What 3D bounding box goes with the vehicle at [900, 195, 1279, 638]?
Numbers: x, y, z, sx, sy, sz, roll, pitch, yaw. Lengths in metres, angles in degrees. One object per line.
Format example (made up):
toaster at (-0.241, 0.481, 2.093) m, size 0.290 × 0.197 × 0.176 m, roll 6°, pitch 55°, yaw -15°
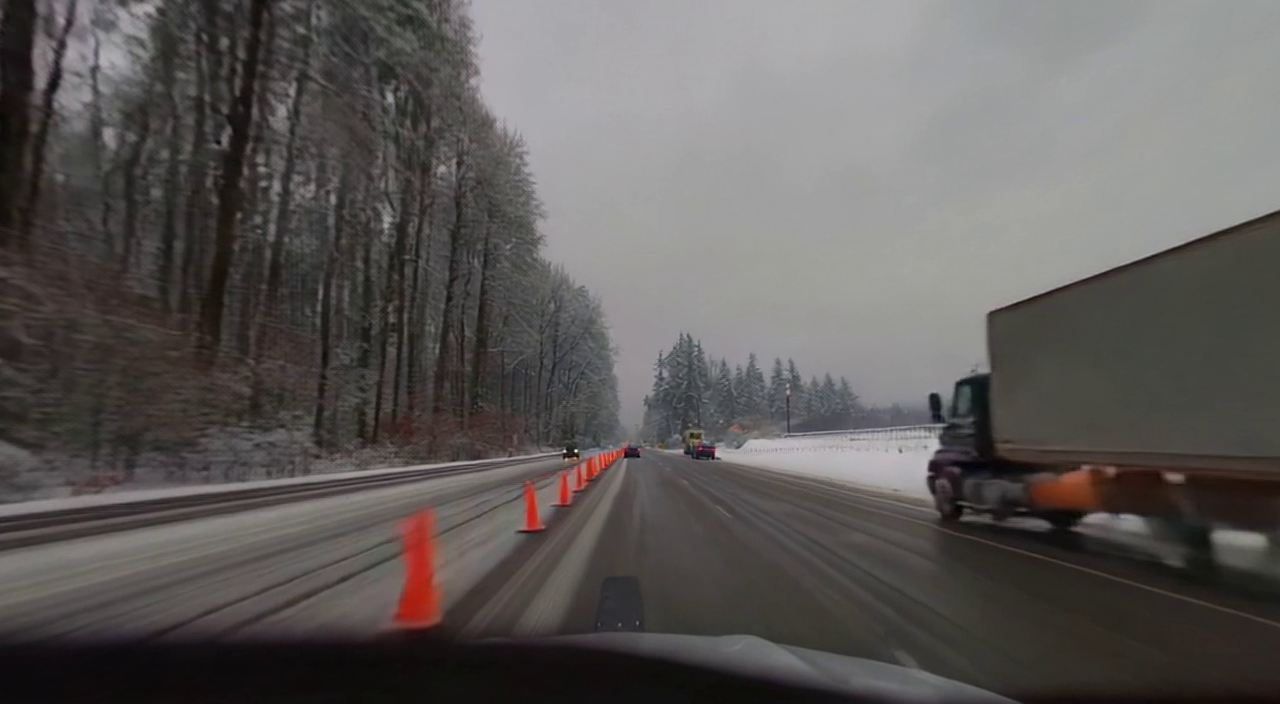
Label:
vehicle at (6.323, 0.717, 6.436) m, size 2.664 × 3.418 × 11.107 m, roll 0°, pitch -8°, yaw 0°
